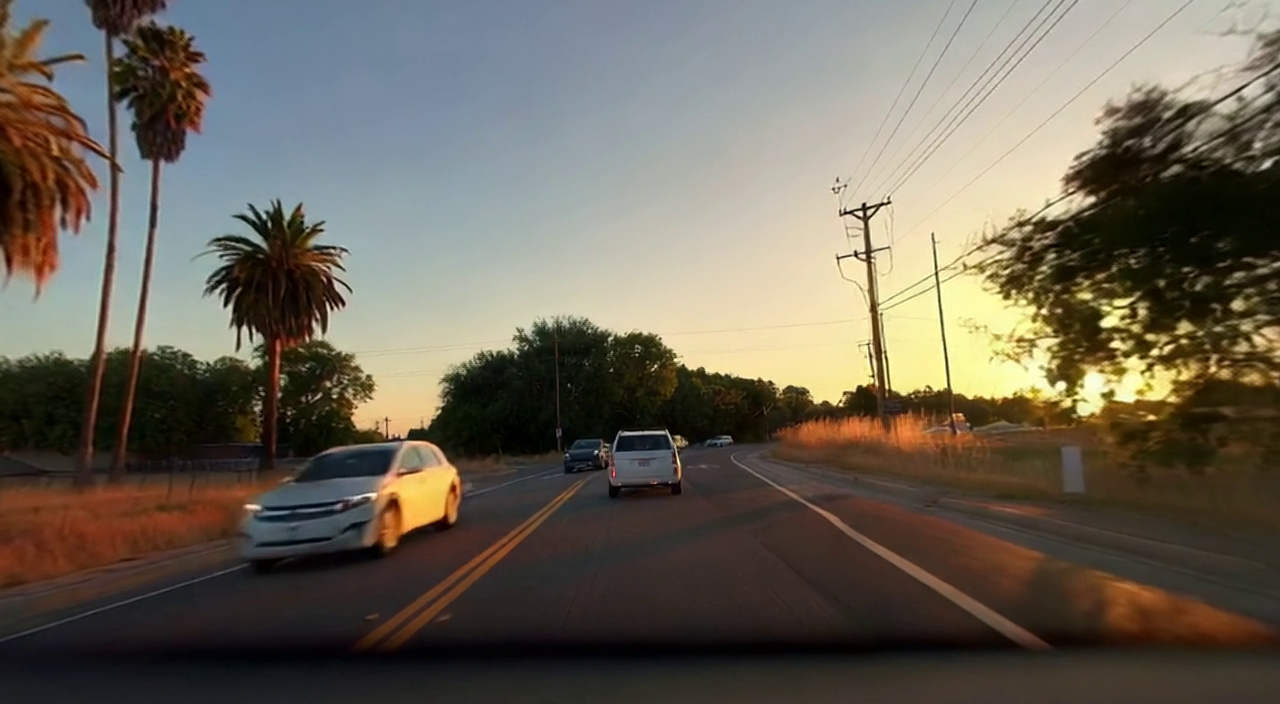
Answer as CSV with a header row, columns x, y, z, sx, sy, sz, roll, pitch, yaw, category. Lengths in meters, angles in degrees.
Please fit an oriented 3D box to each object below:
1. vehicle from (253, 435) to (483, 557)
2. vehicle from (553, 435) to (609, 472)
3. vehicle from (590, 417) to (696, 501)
x,y,z,sx,sy,sz,roll,pitch,yaw,category
-4.124,2.223,10.407,2.079,1.606,3.775,0,-9,0,vehicle
-3.255,5.796,36.197,2.237,1.878,5.739,-1,-9,5,vehicle
0.031,2.726,16.365,2.364,1.859,4.538,0,-9,-1,vehicle
